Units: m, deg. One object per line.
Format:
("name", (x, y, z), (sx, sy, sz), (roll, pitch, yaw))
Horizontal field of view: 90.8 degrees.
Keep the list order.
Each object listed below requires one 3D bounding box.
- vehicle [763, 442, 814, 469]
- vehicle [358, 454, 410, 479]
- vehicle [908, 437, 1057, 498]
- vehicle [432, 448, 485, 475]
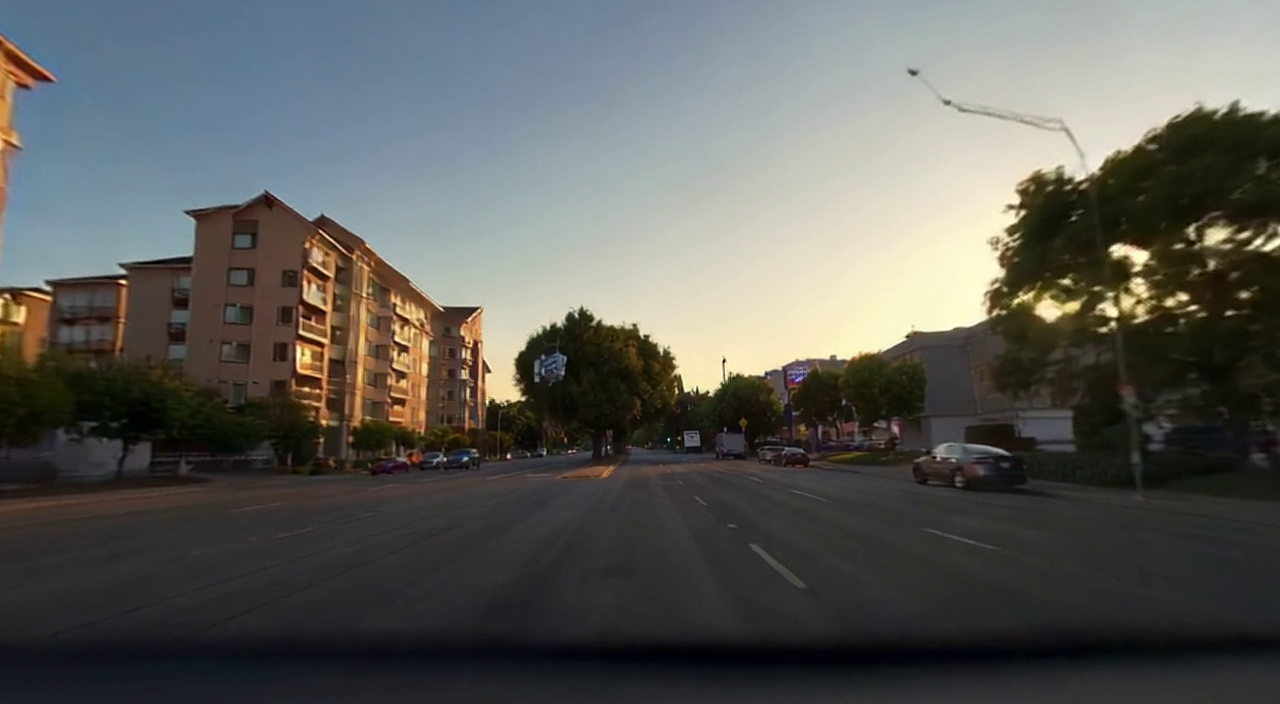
("vehicle", (10.150, 7.122, 43.553), (2.183, 1.698, 5.010), (1, -9, -2))
("vehicle", (-19.190, 8.557, 47.523), (2.167, 1.700, 4.406), (-1, -8, -1))
("vehicle", (10.589, 3.591, 20.054), (2.078, 1.688, 4.557), (1, -9, -2))
("vehicle", (-12.331, 7.442, 43.293), (2.262, 1.732, 4.501), (0, -9, 0))
